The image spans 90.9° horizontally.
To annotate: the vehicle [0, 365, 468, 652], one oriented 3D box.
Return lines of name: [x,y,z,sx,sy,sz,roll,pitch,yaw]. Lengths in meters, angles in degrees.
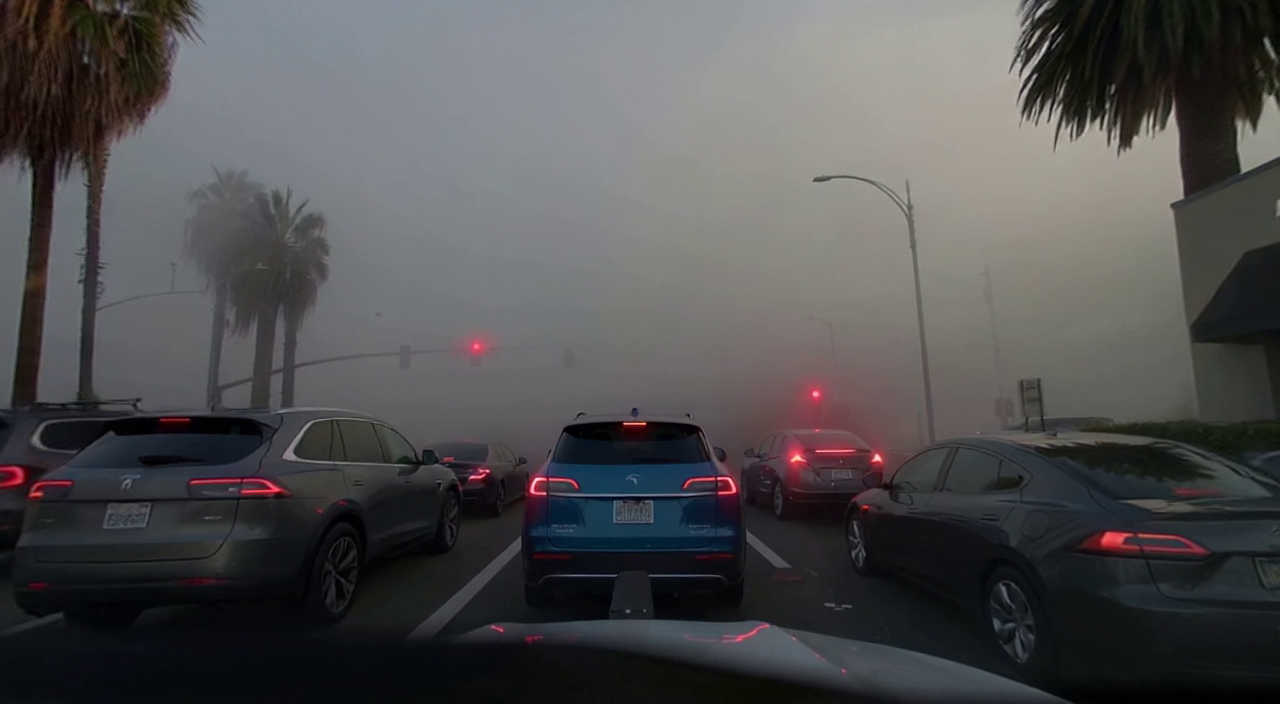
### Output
vehicle: [-3.344,1.278,6.129,2.014,1.755,4.360,0,-8,1]

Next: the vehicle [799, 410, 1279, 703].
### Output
vehicle: [2.968,1.361,5.253,2.017,1.491,4.611,0,-8,-1]

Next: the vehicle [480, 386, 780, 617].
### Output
vehicle: [-0.131,1.461,7.067,2.280,1.747,4.361,0,-8,-2]
